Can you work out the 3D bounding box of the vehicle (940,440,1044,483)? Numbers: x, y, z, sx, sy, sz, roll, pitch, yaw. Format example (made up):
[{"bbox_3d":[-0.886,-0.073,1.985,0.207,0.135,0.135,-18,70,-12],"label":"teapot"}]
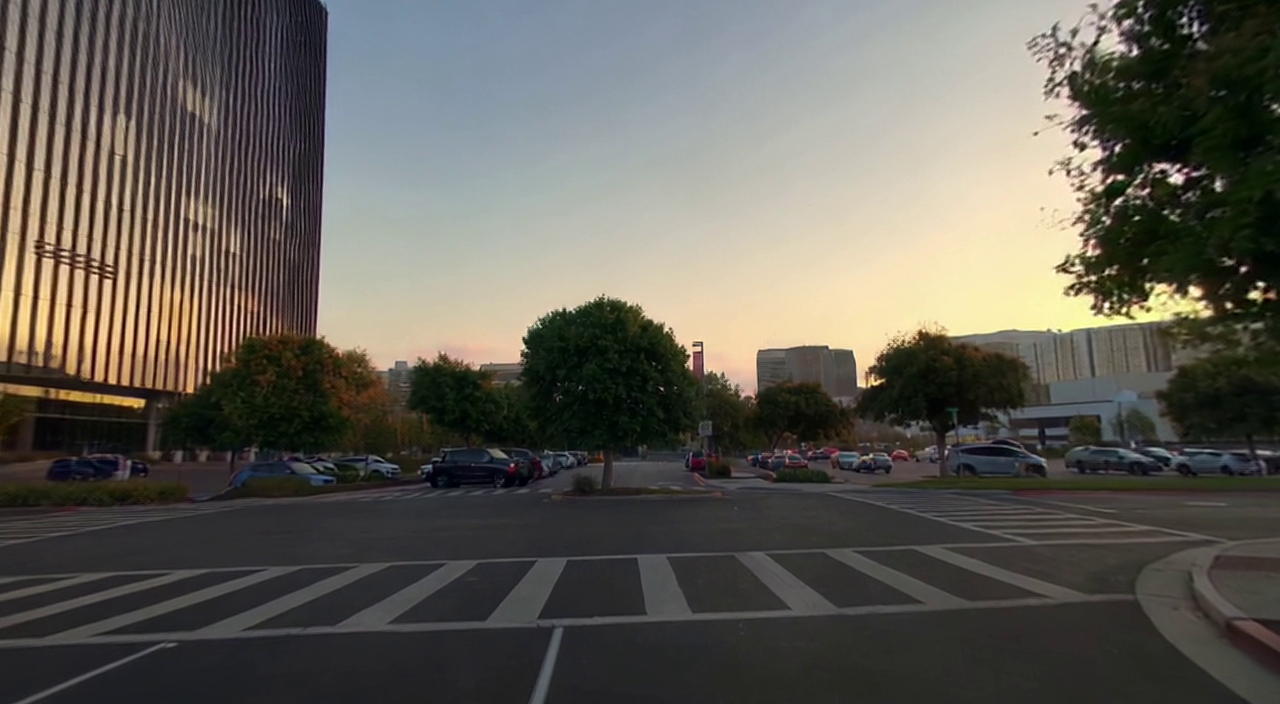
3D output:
[{"bbox_3d":[16.480,5.128,29.932,2.048,1.852,4.998,0,-8,0],"label":"vehicle"}]

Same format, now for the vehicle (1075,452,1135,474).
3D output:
[{"bbox_3d":[31.294,7.477,42.624,1.519,1.371,3.278,0,-8,0],"label":"vehicle"}]

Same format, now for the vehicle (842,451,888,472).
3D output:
[{"bbox_3d":[17.119,8.354,48.311,1.971,1.478,4.477,0,-8,1],"label":"vehicle"}]

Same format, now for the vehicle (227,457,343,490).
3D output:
[{"bbox_3d":[-16.609,5.697,29.722,4.331,1.437,1.876,0,-9,3],"label":"vehicle"}]

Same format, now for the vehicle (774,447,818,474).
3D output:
[{"bbox_3d":[10.542,7.345,43.036,1.936,1.673,4.305,0,-8,1],"label":"vehicle"}]

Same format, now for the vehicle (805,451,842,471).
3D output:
[{"bbox_3d":[14.161,8.427,48.987,1.935,1.477,3.719,0,-8,3],"label":"vehicle"}]

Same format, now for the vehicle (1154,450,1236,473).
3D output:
[{"bbox_3d":[36.993,7.307,42.228,1.678,1.423,4.191,-1,-9,1],"label":"vehicle"}]

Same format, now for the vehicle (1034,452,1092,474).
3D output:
[{"bbox_3d":[28.324,7.423,42.402,1.495,1.371,3.336,-1,-10,0],"label":"vehicle"}]

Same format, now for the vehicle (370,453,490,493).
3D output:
[{"bbox_3d":[-8.699,4.964,26.267,4.442,1.504,1.809,5,-10,-28],"label":"vehicle"}]

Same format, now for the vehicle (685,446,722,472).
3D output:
[{"bbox_3d":[4.591,7.856,46.604,2.262,1.794,5.331,0,-8,1],"label":"vehicle"}]
